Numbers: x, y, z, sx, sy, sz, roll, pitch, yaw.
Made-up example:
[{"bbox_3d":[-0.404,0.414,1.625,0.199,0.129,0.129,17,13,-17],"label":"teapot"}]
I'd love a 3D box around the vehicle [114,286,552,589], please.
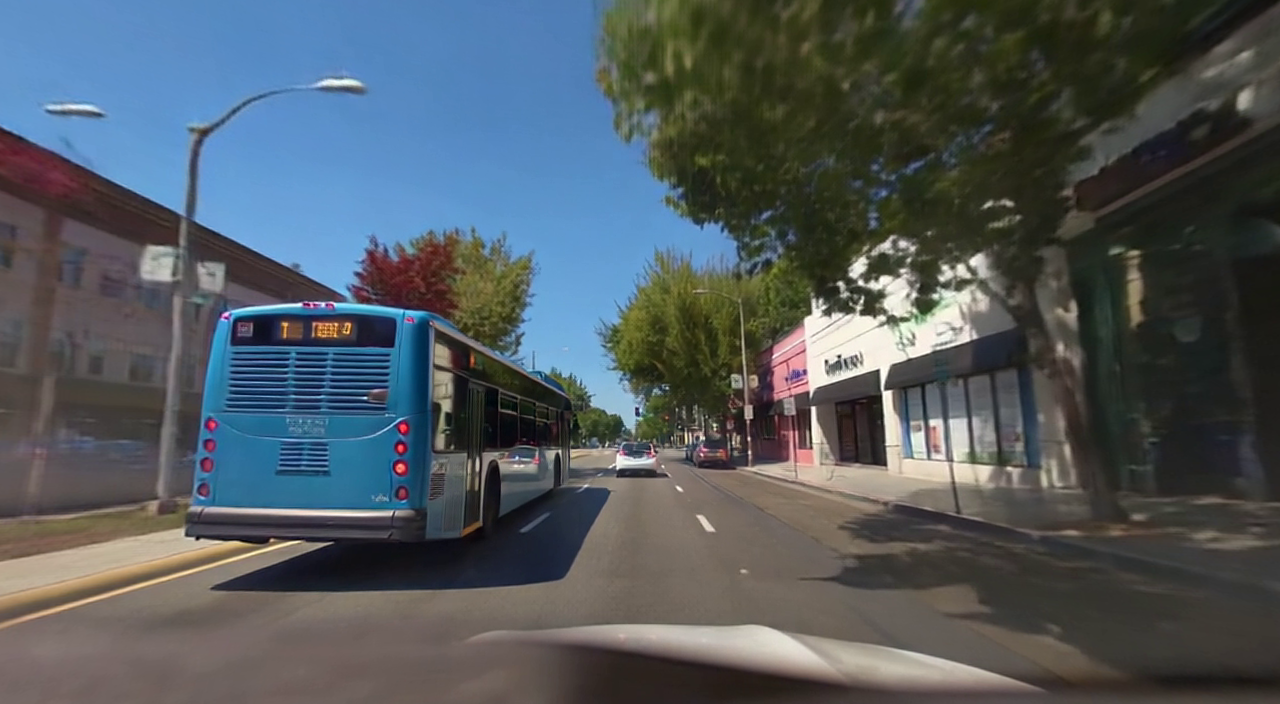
[{"bbox_3d":[-3.505,1.217,10.357,2.920,2.884,8.588,0,-6,0],"label":"vehicle"}]

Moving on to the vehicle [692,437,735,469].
[{"bbox_3d":[4.297,5.969,37.500,2.138,1.787,4.522,-1,-8,2],"label":"vehicle"}]

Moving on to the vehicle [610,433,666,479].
[{"bbox_3d":[-0.038,4.232,25.891,2.120,1.727,3.917,0,-8,1],"label":"vehicle"}]
